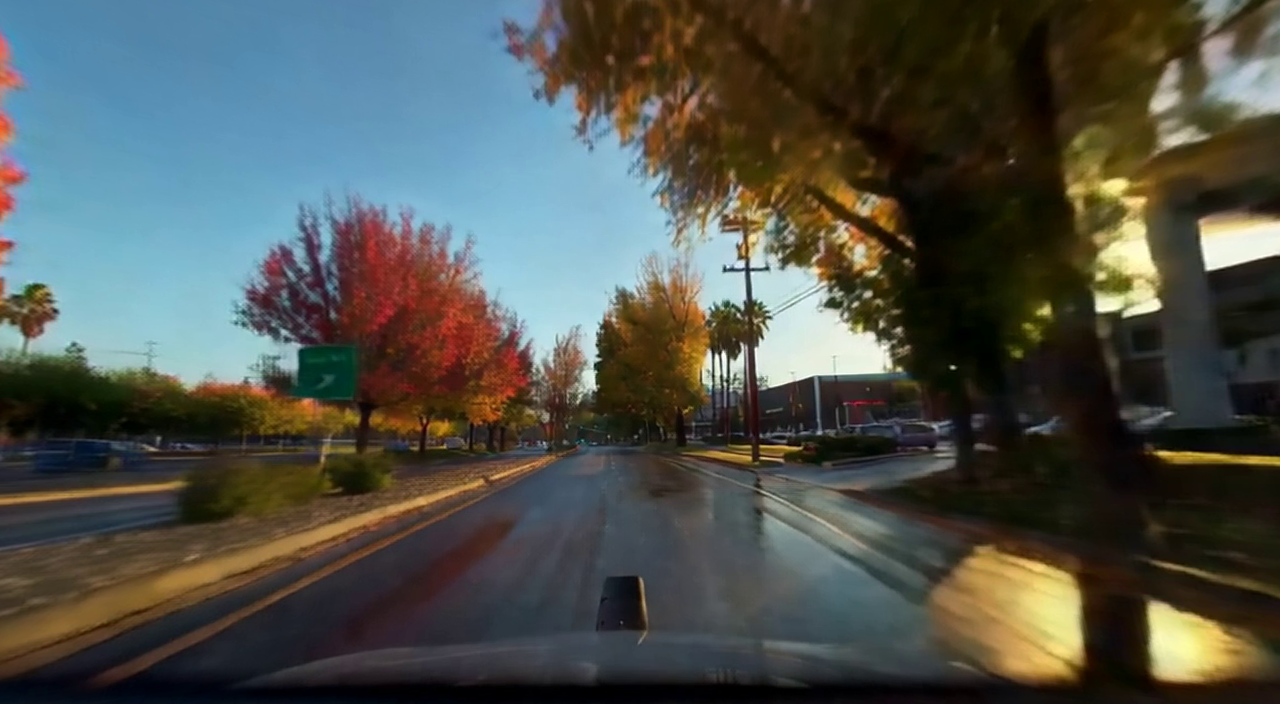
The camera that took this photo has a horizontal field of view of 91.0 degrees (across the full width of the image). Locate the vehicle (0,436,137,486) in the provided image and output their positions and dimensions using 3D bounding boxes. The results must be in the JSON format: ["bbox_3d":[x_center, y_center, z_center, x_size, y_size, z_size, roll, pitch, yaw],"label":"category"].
[{"bbox_3d":[-21.515,3.992,23.418,1.994,1.652,4.570,1,-9,-4],"label":"vehicle"}]
